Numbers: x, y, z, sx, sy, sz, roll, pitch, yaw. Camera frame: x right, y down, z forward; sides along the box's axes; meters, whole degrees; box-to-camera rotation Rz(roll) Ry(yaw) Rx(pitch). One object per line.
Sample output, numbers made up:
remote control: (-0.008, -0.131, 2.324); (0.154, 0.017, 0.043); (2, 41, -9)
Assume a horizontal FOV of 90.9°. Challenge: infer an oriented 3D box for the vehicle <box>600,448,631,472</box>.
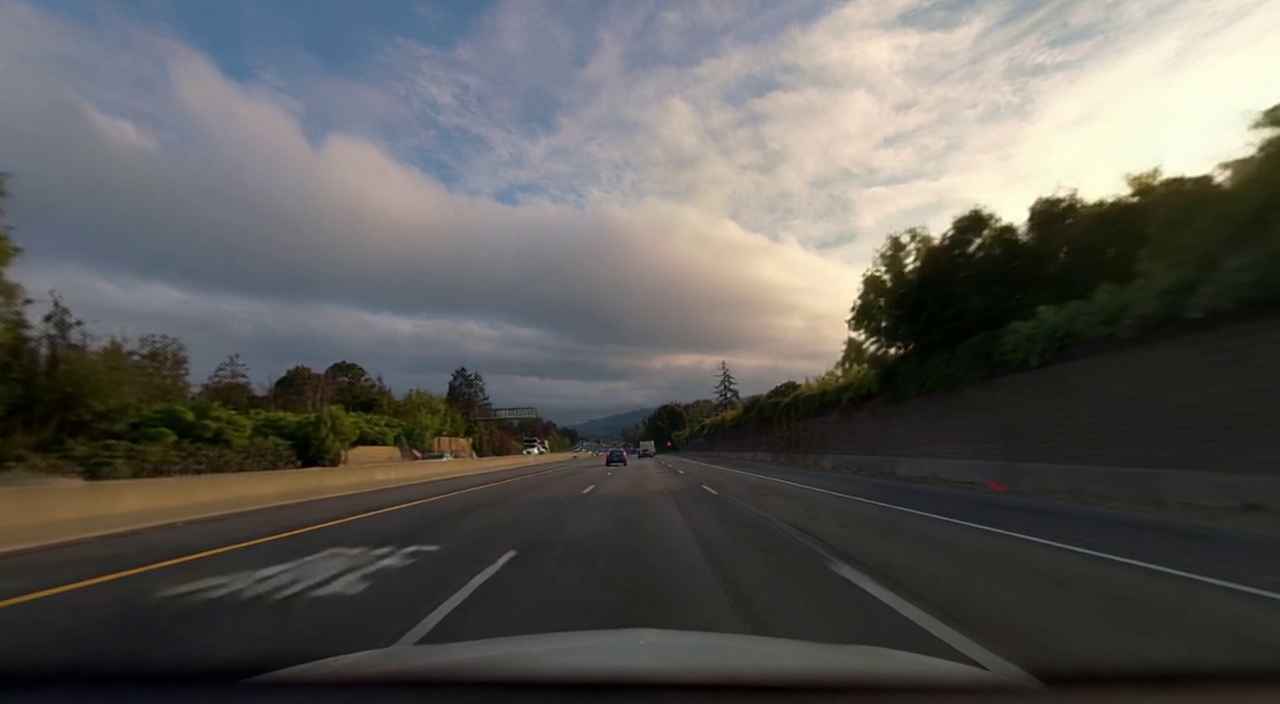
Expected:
vehicle: (-1.574, 7.195, 42.194); (1.873, 1.529, 3.953); (0, -9, 1)
